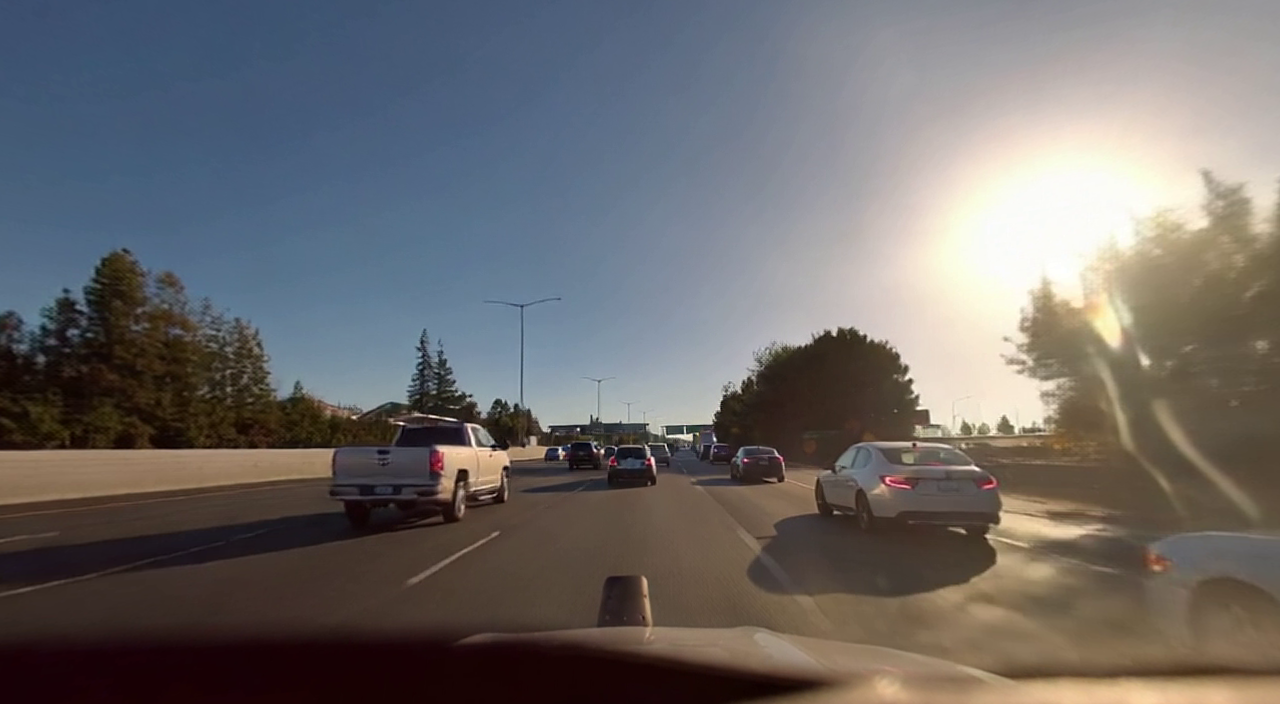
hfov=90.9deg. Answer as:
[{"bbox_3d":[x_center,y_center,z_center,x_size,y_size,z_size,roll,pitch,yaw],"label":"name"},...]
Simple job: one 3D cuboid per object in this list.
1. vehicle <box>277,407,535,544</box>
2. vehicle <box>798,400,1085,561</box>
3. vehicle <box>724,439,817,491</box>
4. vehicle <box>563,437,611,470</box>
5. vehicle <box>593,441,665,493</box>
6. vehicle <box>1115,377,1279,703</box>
[{"bbox_3d":[-3.798,2.179,11.918,2.395,1.892,5.995,0,-8,2],"label":"vehicle"},{"bbox_3d":[3.937,1.766,9.368,1.999,1.777,4.578,0,-8,1],"label":"vehicle"},{"bbox_3d":[4.089,3.631,20.622,1.907,1.474,4.840,0,-8,-2],"label":"vehicle"},{"bbox_3d":[-3.082,6.083,38.076,2.110,1.811,5.585,-1,-8,4],"label":"vehicle"},{"bbox_3d":[-0.241,3.618,20.222,2.070,1.456,4.029,0,-8,2],"label":"vehicle"},{"bbox_3d":[3.645,0.683,1.183,1.984,1.567,4.475,0,-8,0],"label":"vehicle"}]
